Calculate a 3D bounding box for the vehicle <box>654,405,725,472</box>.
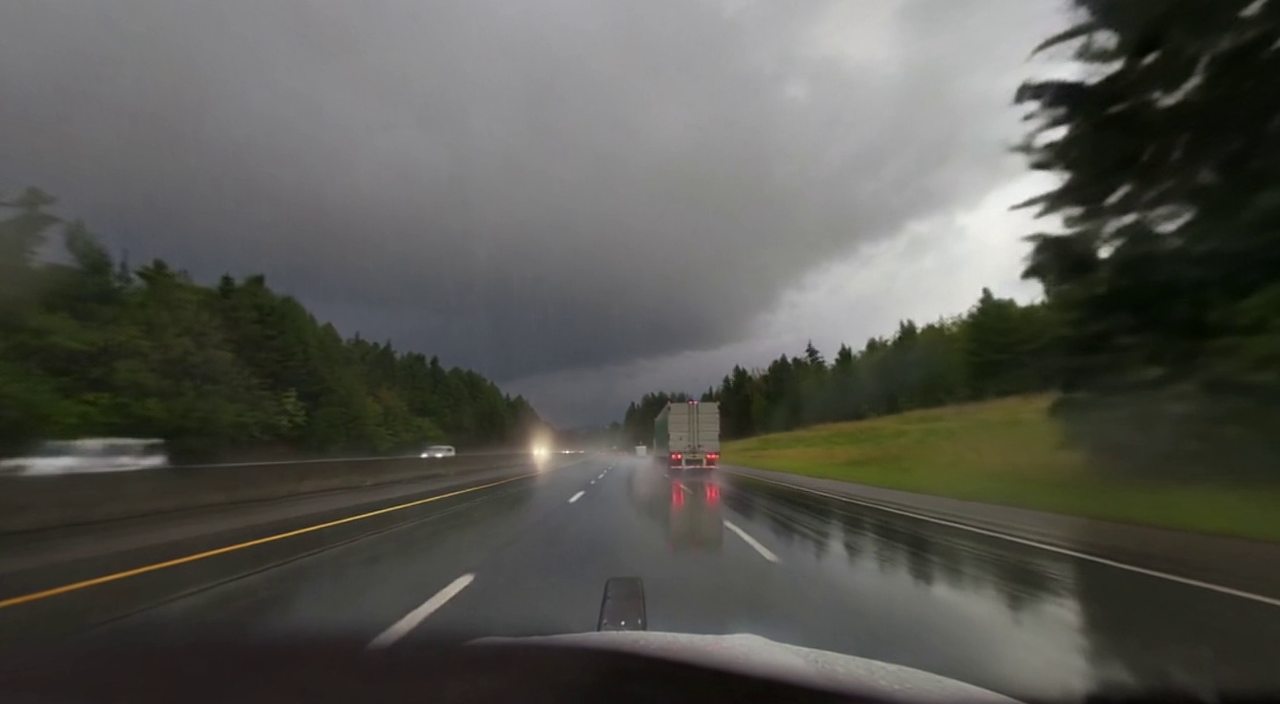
[{"bbox_3d":[3.366,6.864,48.849,3.532,4.201,17.611,0,-9,-2],"label":"vehicle"}]
